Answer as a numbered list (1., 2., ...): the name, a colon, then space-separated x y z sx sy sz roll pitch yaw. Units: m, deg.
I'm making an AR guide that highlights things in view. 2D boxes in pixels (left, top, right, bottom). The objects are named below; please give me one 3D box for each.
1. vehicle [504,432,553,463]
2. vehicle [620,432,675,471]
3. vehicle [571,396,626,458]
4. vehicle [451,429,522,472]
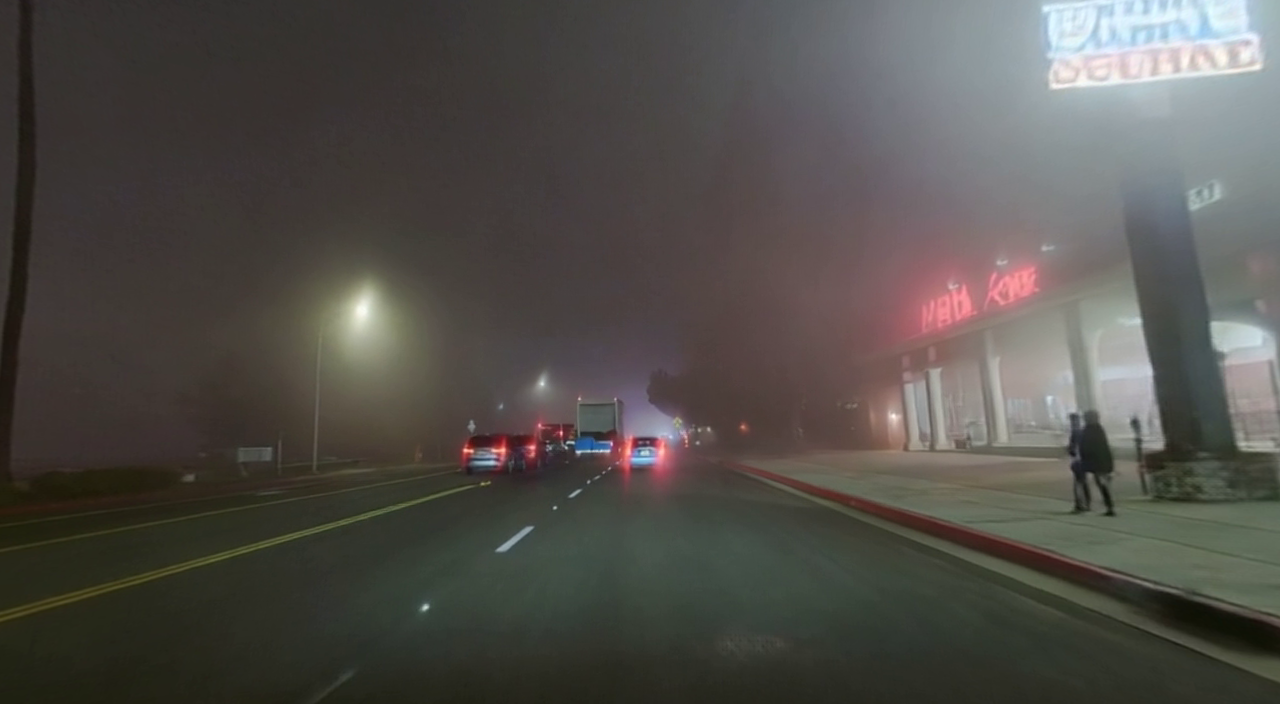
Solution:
1. vehicle: -6.733 5.856 38.501 2.143 1.736 4.648 0 -9 0
2. vehicle: 0.320 4.157 26.370 2.144 1.514 4.063 0 -9 1
3. vehicle: -2.757 5.659 45.981 2.992 3.949 11.815 0 -9 1
4. vehicle: -6.930 4.508 28.891 2.014 1.830 4.281 0 -9 2
